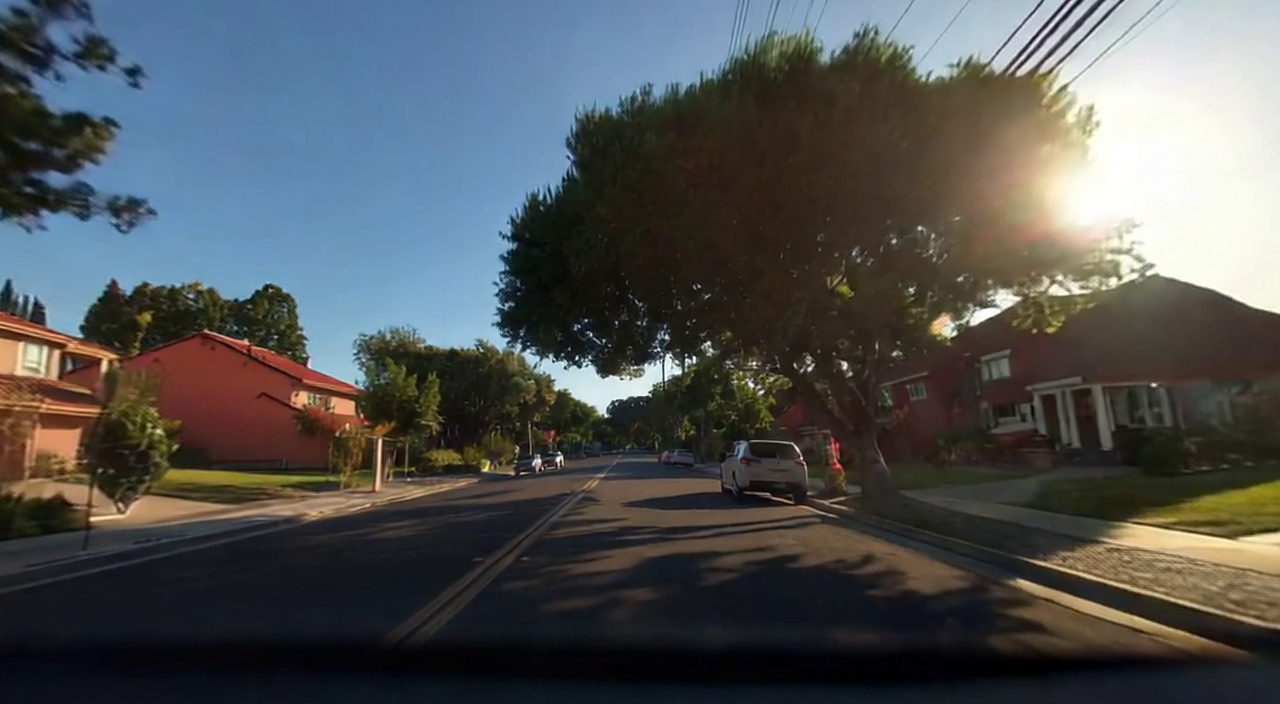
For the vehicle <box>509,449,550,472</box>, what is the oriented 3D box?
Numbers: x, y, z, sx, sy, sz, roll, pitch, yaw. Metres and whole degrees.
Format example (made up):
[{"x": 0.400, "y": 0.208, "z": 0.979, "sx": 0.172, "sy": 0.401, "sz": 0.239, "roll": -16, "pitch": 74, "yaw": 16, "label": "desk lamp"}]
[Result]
[{"x": -7.604, "y": 7.529, "z": 44.077, "sx": 1.956, "sy": 1.515, "sz": 4.607, "roll": 0, "pitch": -8, "yaw": 1, "label": "vehicle"}]

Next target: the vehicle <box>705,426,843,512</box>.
[{"x": 3.231, "y": 2.946, "z": 16.531, "sx": 2.114, "sy": 1.858, "sz": 5.144, "roll": 0, "pitch": -8, "yaw": -4, "label": "vehicle"}]

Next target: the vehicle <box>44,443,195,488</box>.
[{"x": -22.253, "y": 4.827, "z": 27.380, "sx": 2.139, "sy": 1.746, "sz": 5.099, "roll": 0, "pitch": -8, "yaw": 1, "label": "vehicle"}]
